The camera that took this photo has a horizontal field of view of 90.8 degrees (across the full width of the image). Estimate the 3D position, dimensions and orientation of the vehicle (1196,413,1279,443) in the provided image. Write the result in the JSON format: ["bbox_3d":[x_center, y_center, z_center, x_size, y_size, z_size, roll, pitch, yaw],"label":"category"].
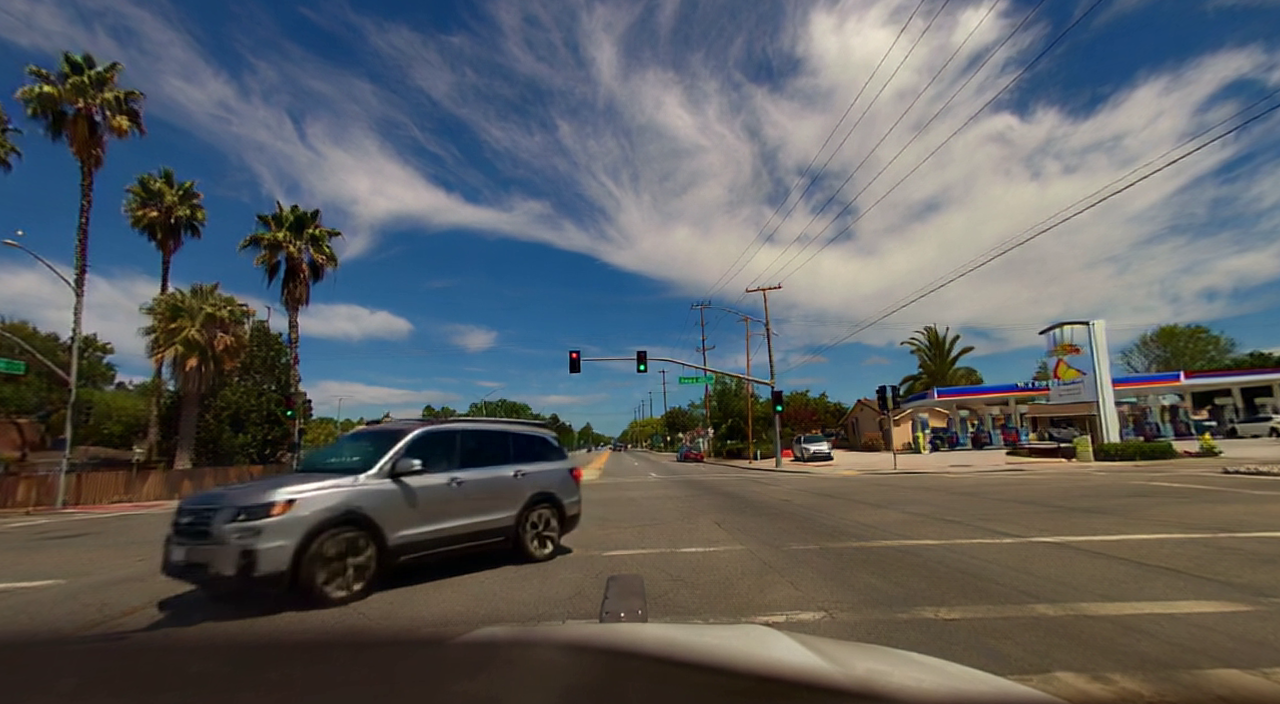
[{"bbox_3d":[38.299,4.792,39.967,4.488,1.447,1.765,-5,-8,-1],"label":"vehicle"}]

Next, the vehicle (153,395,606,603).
[{"bbox_3d":[-2.840,1.680,8.237,1.952,1.817,5.086,-7,-11,37],"label":"vehicle"}]
